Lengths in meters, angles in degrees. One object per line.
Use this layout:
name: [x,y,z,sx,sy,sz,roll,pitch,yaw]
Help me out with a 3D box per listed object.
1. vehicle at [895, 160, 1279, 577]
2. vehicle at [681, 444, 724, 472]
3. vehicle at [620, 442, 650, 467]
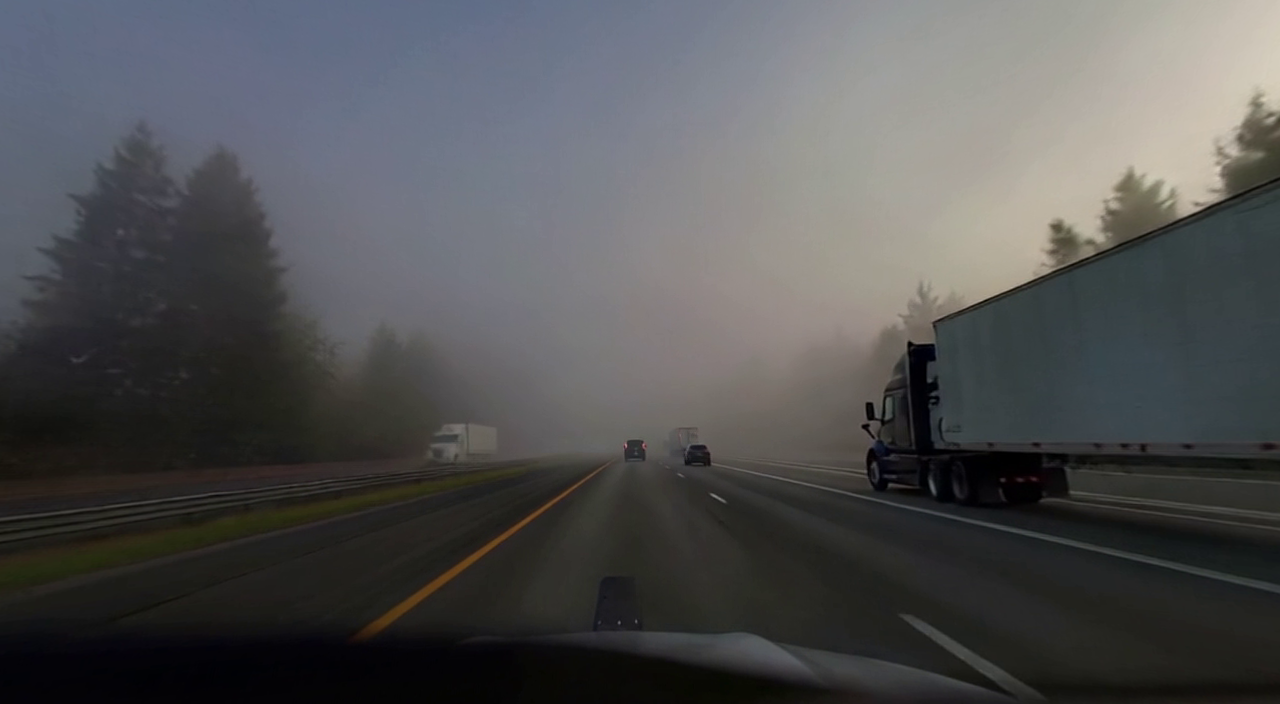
vehicle: [7.806,0.413,7.867,3.044,4.073,14.016,0,-9,-1]
vehicle: [3.629,6.248,37.222,2.025,1.534,4.179,0,-9,-2]
vehicle: [-0.364,7.476,45.954,2.114,1.706,4.106,0,-9,-1]
